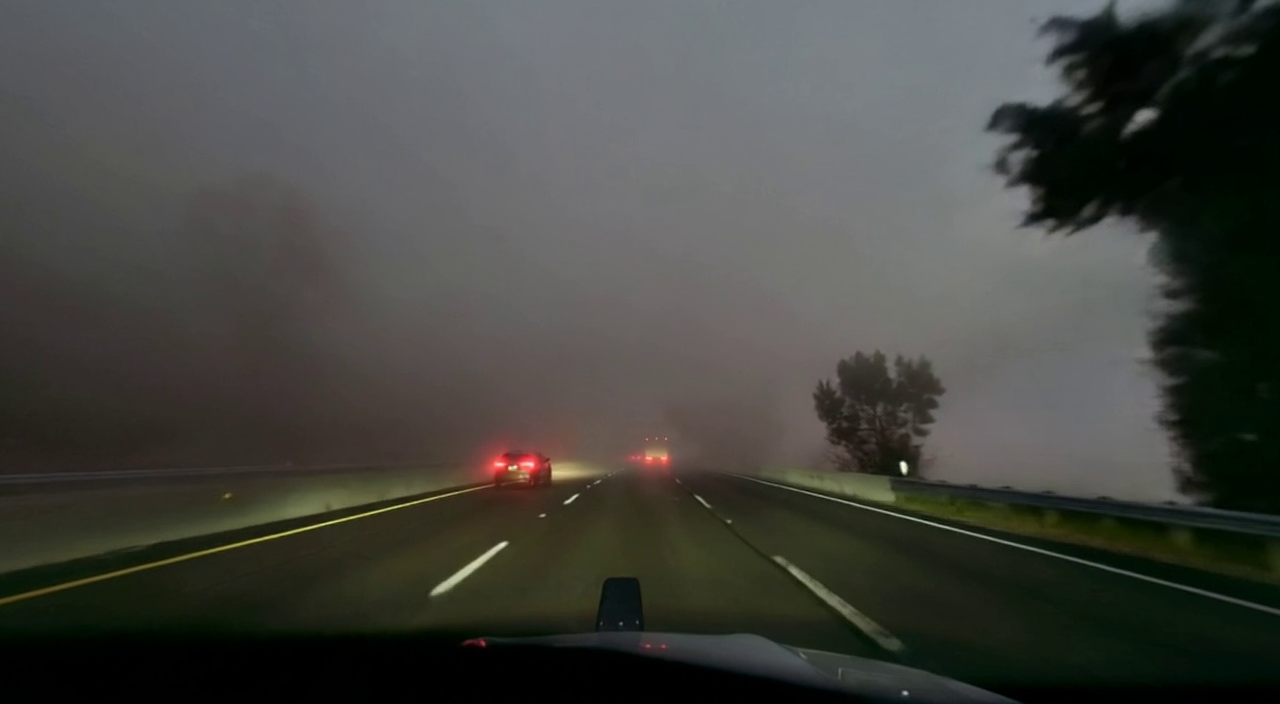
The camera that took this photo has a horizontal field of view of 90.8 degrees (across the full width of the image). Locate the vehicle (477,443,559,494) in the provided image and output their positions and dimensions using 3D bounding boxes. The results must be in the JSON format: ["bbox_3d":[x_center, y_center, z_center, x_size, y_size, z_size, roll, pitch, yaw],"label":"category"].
[{"bbox_3d":[-4.166,4.048,22.276,2.035,1.595,4.022,0,-9,1],"label":"vehicle"}]
